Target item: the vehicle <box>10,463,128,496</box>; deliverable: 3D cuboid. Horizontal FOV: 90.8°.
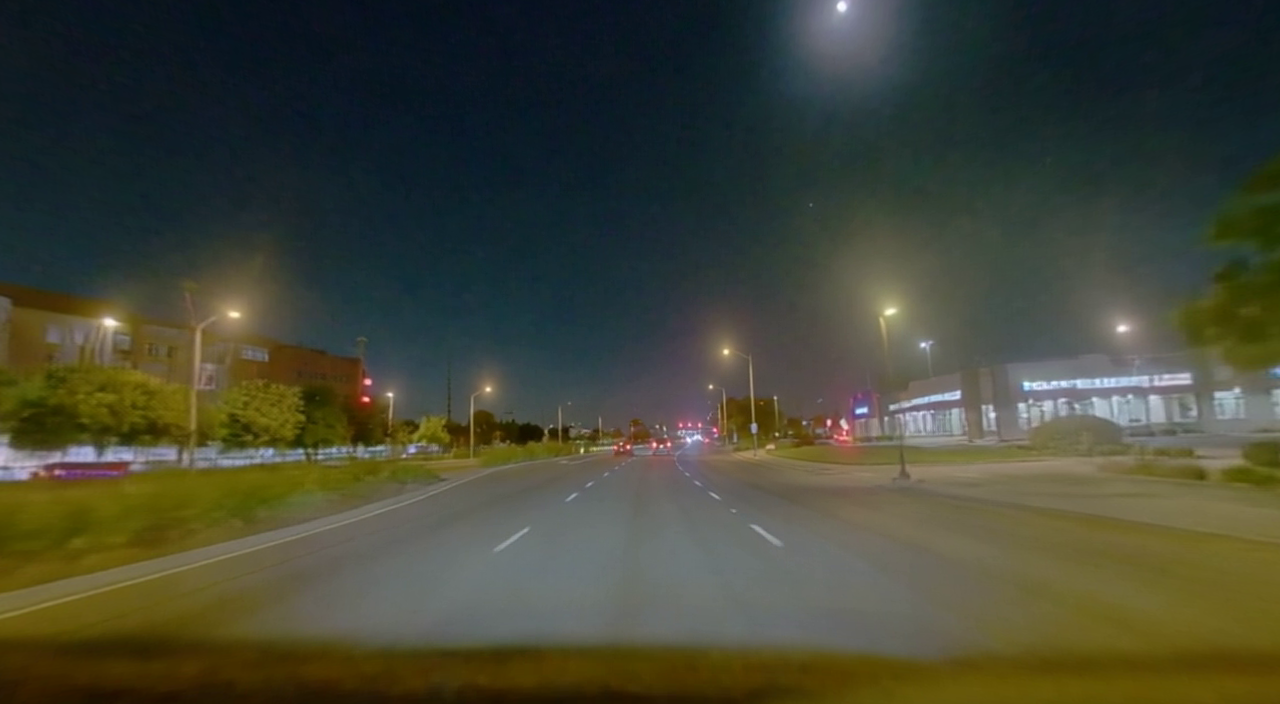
[{"bbox_3d":[-30.278,6.751,33.708,1.820,1.467,4.594,-1,-8,4],"label":"vehicle"}]
